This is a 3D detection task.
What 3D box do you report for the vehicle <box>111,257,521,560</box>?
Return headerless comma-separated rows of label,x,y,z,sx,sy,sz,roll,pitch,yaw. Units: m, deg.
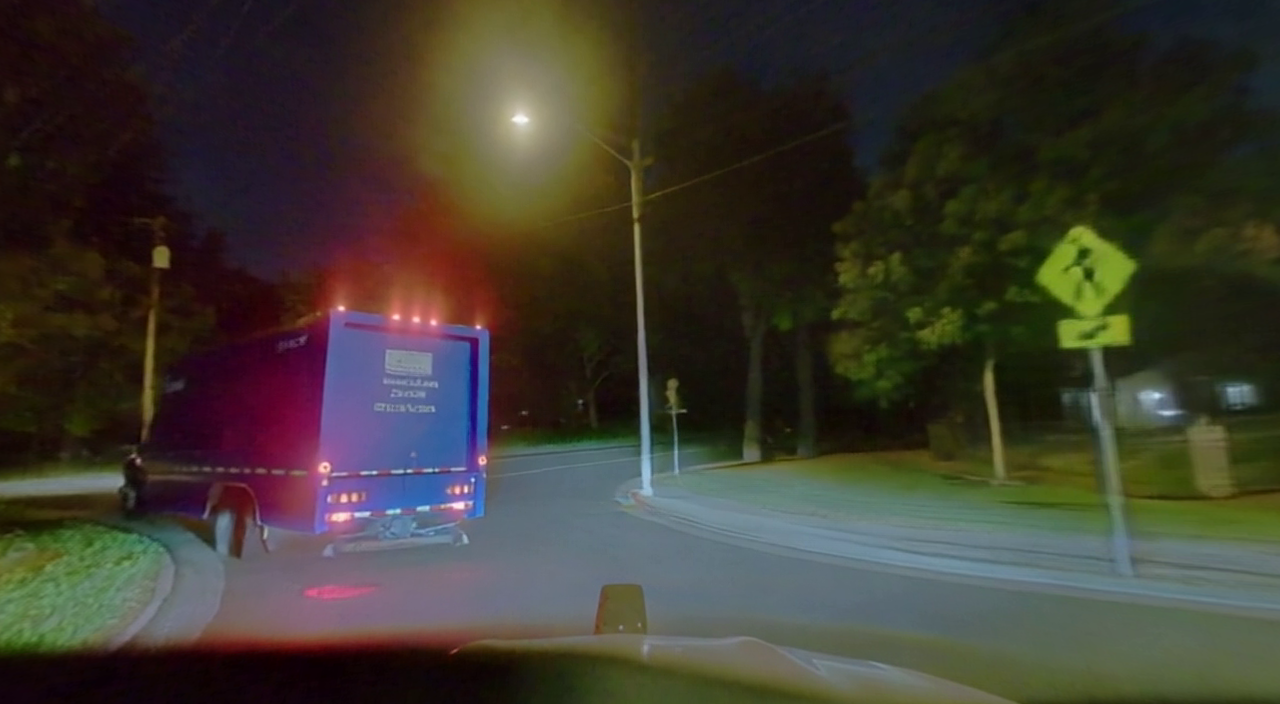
vehicle,-6.334,1.162,11.103,9.680,3.326,2.838,-7,-10,40
